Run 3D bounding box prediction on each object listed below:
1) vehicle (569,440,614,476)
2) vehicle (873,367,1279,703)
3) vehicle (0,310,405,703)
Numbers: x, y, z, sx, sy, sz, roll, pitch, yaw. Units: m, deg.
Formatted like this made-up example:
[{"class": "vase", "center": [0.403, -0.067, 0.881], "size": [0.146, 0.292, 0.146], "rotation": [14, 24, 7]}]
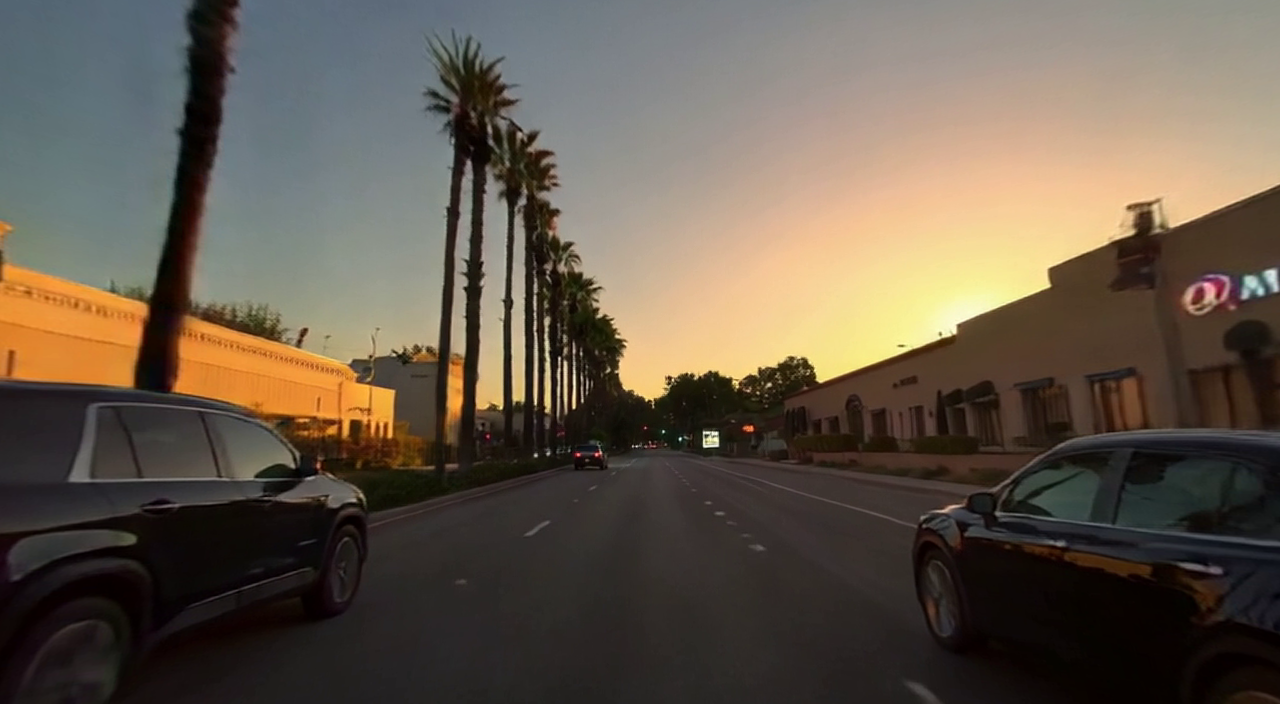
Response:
[{"class": "vehicle", "center": [-2.480, 5.573, 33.282], "size": [1.998, 1.743, 4.402], "rotation": [0, -8, 1]}, {"class": "vehicle", "center": [2.848, 0.973, 2.962], "size": [1.946, 1.513, 4.133], "rotation": [0, -8, 1]}, {"class": "vehicle", "center": [-3.241, 0.985, 3.632], "size": [2.058, 1.804, 4.391], "rotation": [0, -8, 0]}]
